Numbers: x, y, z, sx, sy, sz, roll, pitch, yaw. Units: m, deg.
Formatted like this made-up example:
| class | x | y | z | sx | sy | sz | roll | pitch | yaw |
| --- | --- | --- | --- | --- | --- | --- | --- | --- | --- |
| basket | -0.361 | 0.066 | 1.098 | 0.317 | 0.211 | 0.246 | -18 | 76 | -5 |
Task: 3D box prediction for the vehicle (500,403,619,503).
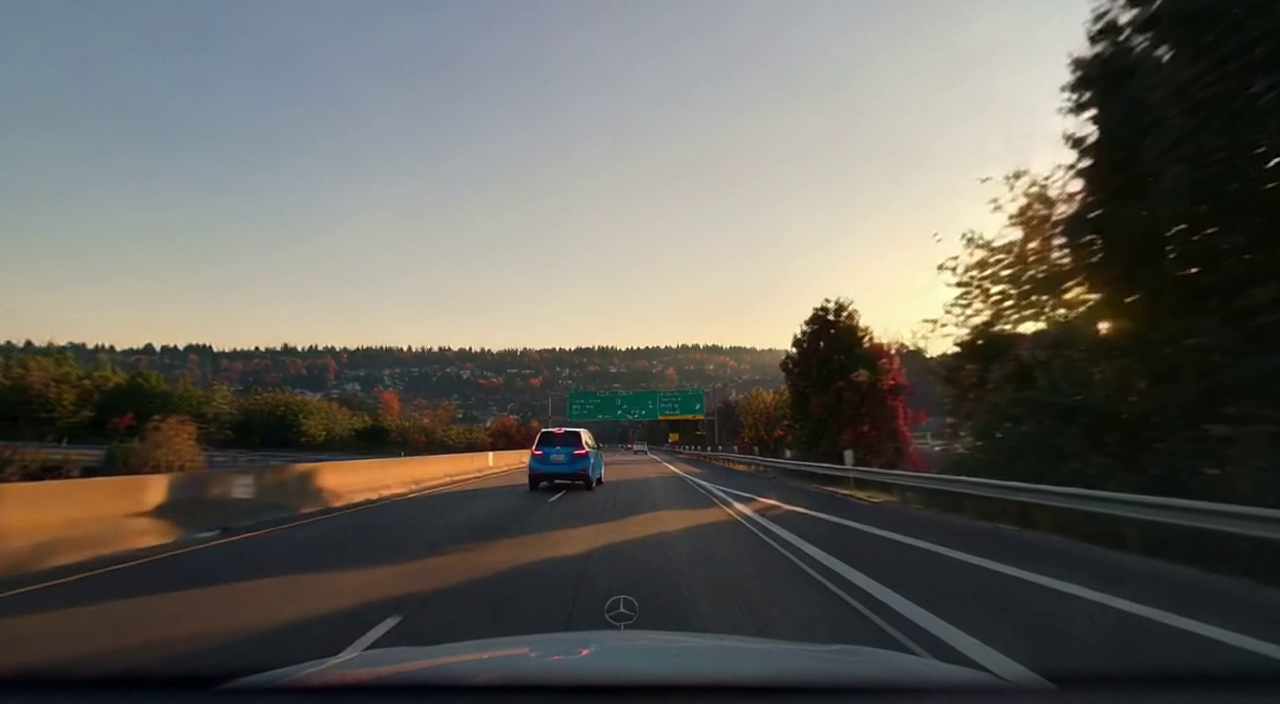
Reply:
| class | x | y | z | sx | sy | sz | roll | pitch | yaw |
| --- | --- | --- | --- | --- | --- | --- | --- | --- | --- |
| vehicle | -1.827 | 2.534 | 16.160 | 2.248 | 2.154 | 4.892 | 0 | -8 | 2 |
